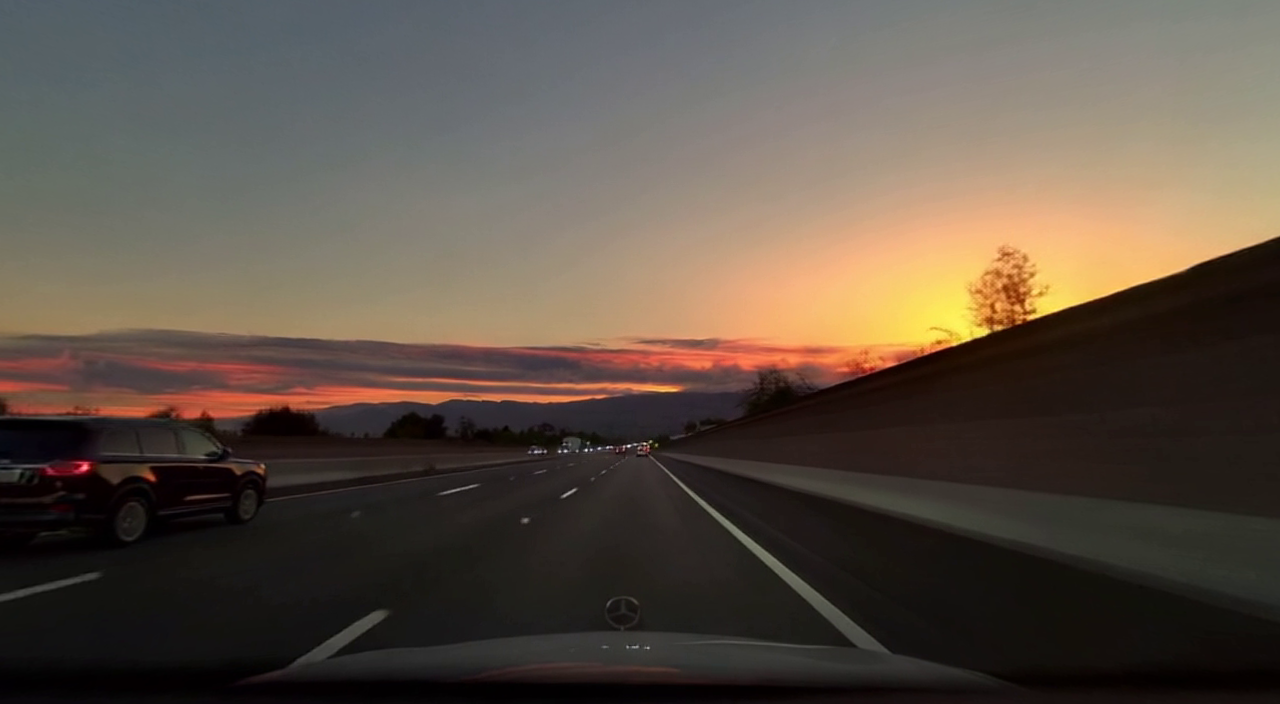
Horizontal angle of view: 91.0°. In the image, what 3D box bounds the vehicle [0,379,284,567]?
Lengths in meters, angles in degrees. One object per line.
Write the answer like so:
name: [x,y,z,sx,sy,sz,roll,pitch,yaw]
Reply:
vehicle: [-7.670,1.616,9.031,2.163,1.947,4.959,0,-9,0]
